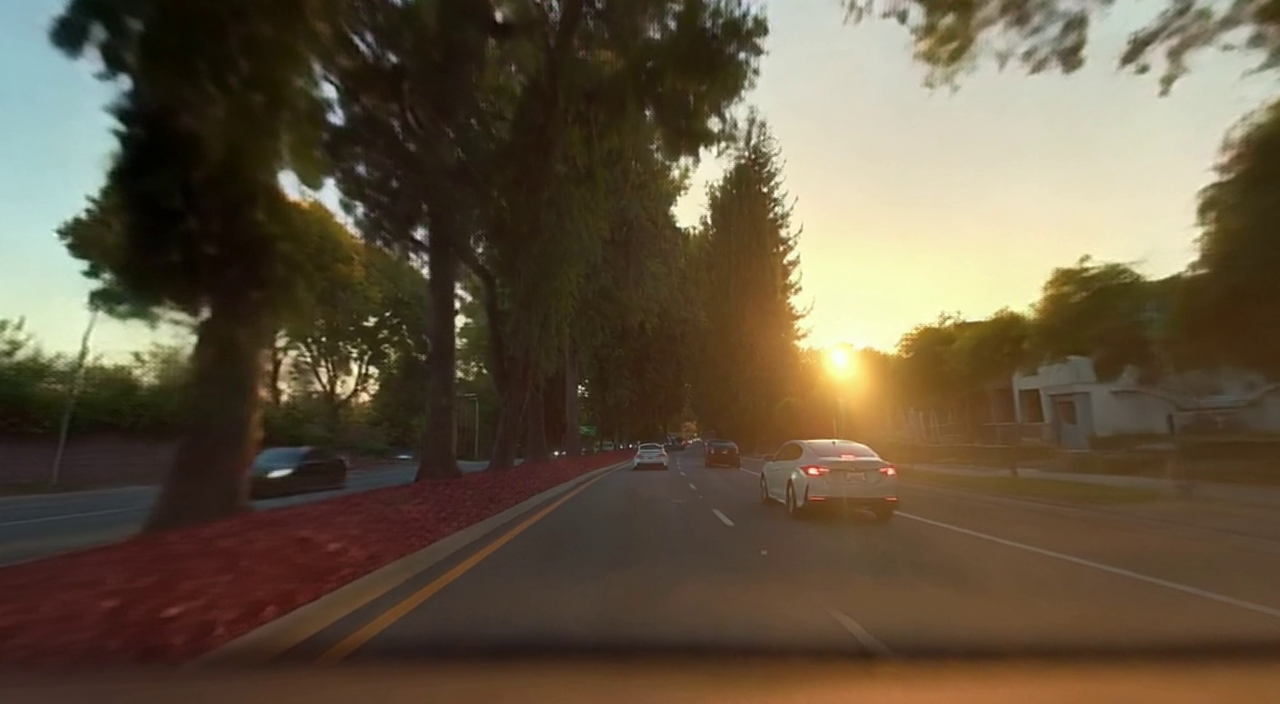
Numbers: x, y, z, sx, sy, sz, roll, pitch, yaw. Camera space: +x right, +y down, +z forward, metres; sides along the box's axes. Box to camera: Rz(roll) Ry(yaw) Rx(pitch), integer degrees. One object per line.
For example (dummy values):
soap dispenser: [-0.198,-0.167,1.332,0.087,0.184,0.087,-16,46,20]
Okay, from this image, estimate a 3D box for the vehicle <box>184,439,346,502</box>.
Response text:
vehicle: [-11.106,3.520,19.207,2.067,1.657,4.510,0,-8,1]

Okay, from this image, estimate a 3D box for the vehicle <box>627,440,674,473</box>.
vehicle: [0.566,4.987,30.322,2.082,1.473,4.028,0,-8,2]

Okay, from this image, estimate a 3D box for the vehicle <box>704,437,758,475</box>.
vehicle: [4.271,4.957,30.347,2.074,1.652,4.340,0,-8,2]

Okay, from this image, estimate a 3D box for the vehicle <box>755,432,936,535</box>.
vehicle: [3.499,2.300,11.704,1.985,1.529,4.147,0,-8,1]
